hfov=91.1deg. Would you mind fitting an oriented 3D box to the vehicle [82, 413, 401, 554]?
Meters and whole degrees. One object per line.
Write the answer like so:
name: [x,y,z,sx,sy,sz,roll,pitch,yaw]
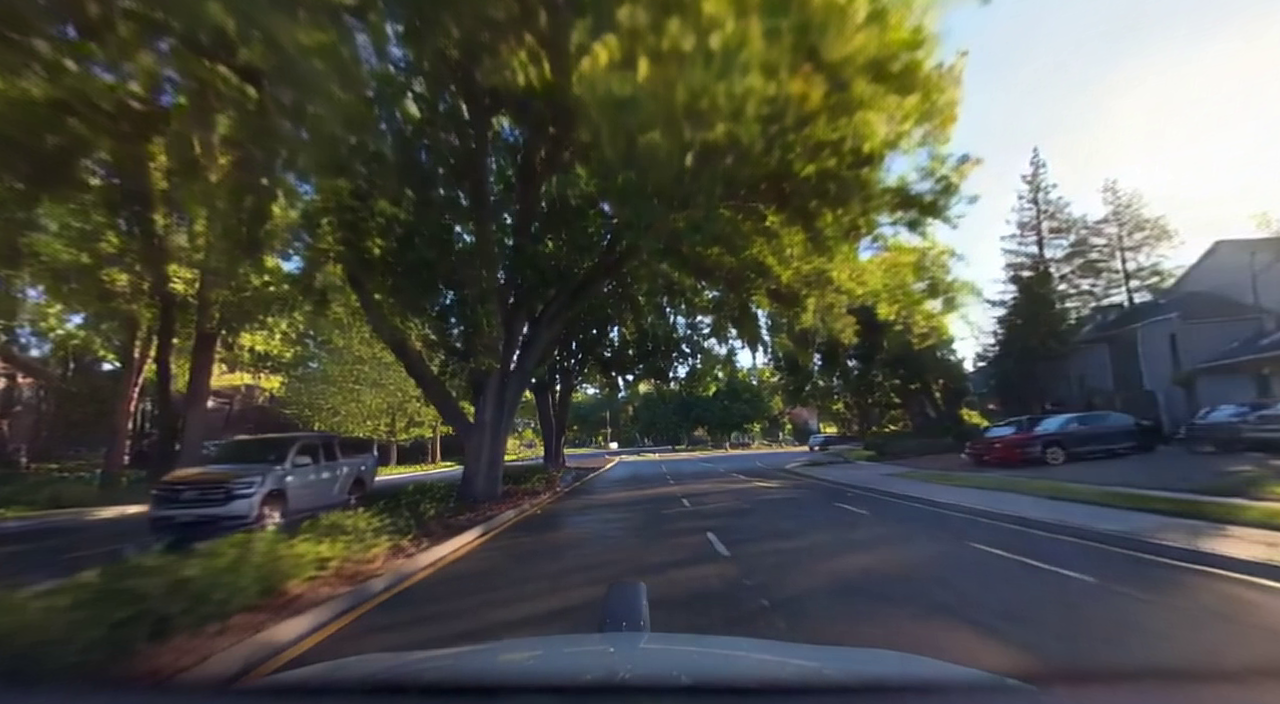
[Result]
vehicle: [-6.110,2.058,10.630,2.196,1.809,4.857,0,-8,0]
